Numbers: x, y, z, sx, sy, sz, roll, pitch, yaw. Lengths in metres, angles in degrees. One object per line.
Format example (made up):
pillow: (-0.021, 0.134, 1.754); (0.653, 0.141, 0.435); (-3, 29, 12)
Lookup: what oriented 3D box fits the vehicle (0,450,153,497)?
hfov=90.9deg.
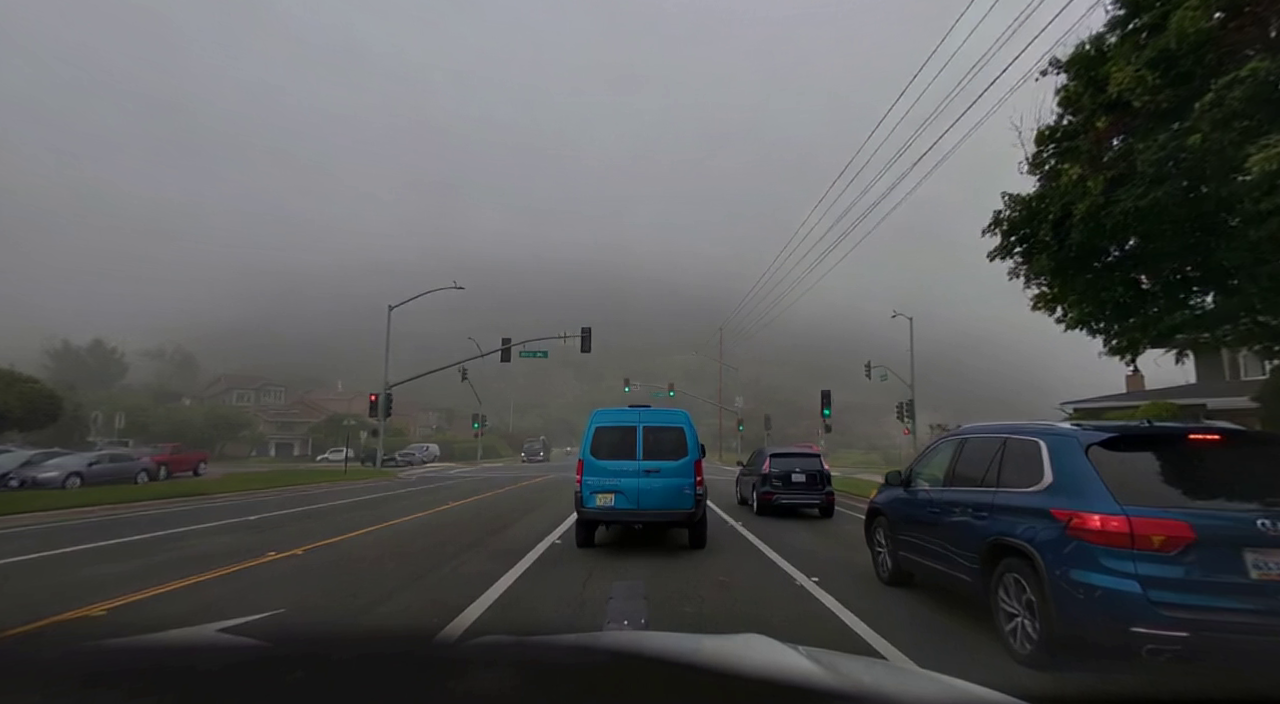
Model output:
vehicle: (-20.083, 4.218, 22.321); (1.830, 1.436, 4.771); (0, -9, 1)

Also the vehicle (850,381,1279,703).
vehicle: (3.436, 1.278, 4.669); (2.155, 1.658, 4.721); (0, -8, 0)

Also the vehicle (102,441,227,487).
vehicle: (-20.424, 4.794, 27.391); (1.996, 1.809, 4.699); (1, -8, -4)

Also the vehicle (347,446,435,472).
vehicle: (-15.511, 6.662, 39.341); (4.644, 1.533, 2.005); (-1, -9, 9)

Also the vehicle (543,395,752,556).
vehicle: (0.063, 1.939, 10.599); (2.636, 2.011, 5.130); (0, -8, -1)

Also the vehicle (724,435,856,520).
vehicle: (3.253, 2.801, 14.649); (1.957, 1.646, 4.355); (0, -8, 0)

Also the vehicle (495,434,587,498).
vehicle: (-2.937, 3.494, 19.715); (2.059, 1.749, 4.458); (0, -8, 1)
